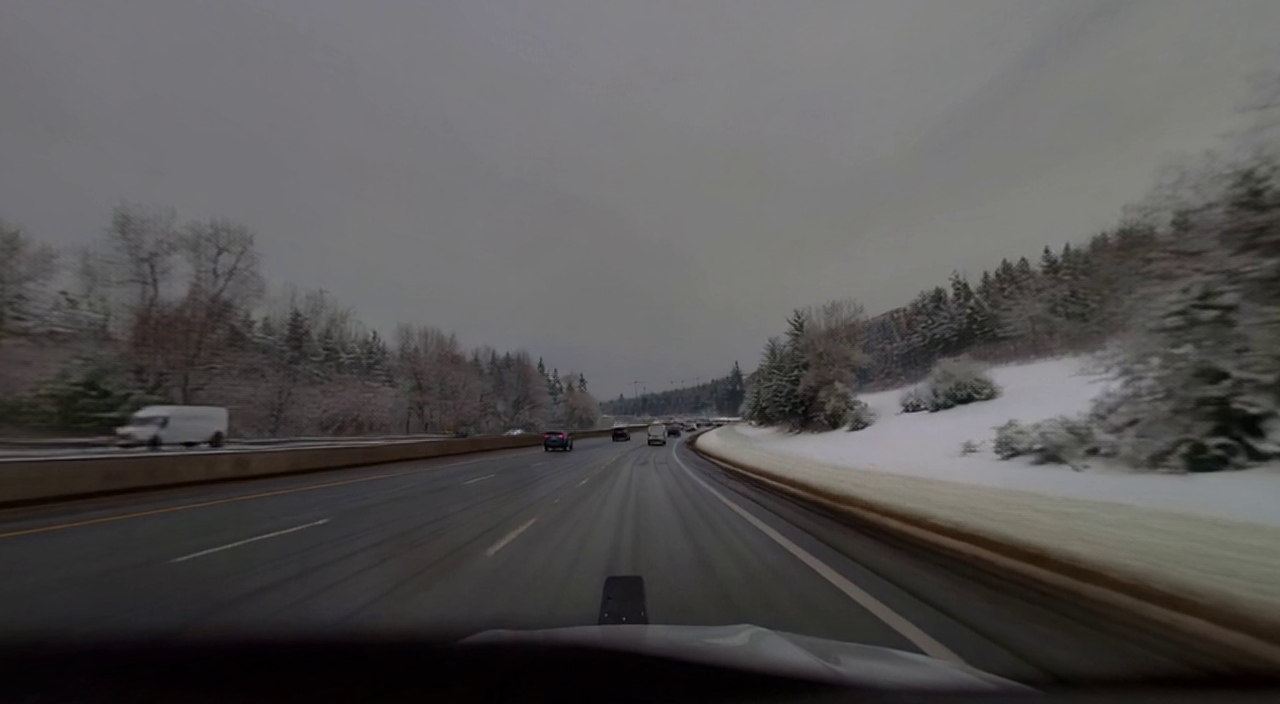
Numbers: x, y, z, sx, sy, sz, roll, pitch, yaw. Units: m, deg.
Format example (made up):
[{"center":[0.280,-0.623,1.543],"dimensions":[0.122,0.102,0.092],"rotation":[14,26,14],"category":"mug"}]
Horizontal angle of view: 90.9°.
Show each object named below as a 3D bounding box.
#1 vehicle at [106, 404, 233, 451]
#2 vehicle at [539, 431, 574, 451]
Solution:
[{"center":[-35.898,5.959,48.688],"dimensions":[2.966,3.259,8.509],"rotation":[-1,-8,2],"category":"vehicle"},{"center":[-6.443,6.955,49.109],"dimensions":[1.966,1.488,4.243],"rotation":[-1,-8,3],"category":"vehicle"}]
